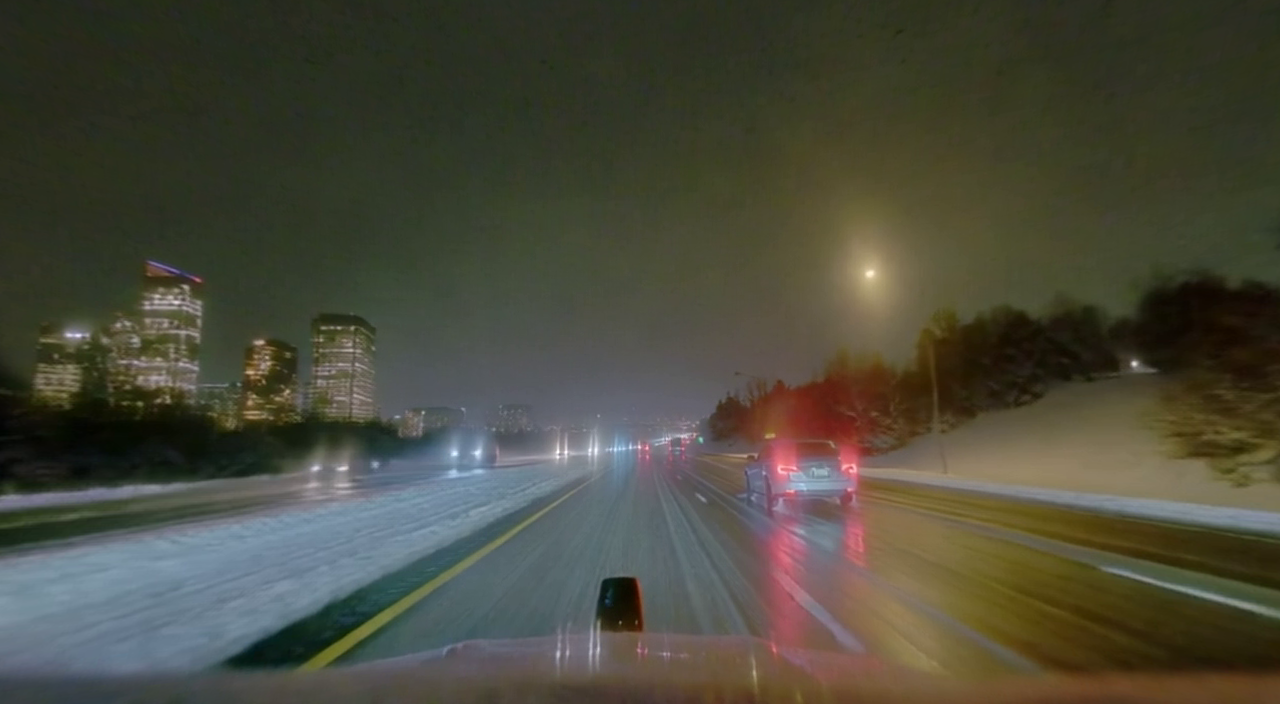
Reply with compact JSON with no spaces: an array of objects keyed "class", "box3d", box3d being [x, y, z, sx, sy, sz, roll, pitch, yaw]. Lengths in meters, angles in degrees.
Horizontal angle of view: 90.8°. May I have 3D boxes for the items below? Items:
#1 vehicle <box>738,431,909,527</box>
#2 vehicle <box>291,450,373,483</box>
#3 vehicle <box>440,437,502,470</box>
[{"class":"vehicle","box3d":[3.326,2.402,12.562,1.982,1.533,4.612,0,-9,0]},{"class":"vehicle","box3d":[-15.806,5.867,32.705,1.811,1.552,4.504,-1,-9,3]},{"class":"vehicle","box3d":[-11.493,6.943,43.417,2.452,2.045,5.769,-1,-9,2]}]
